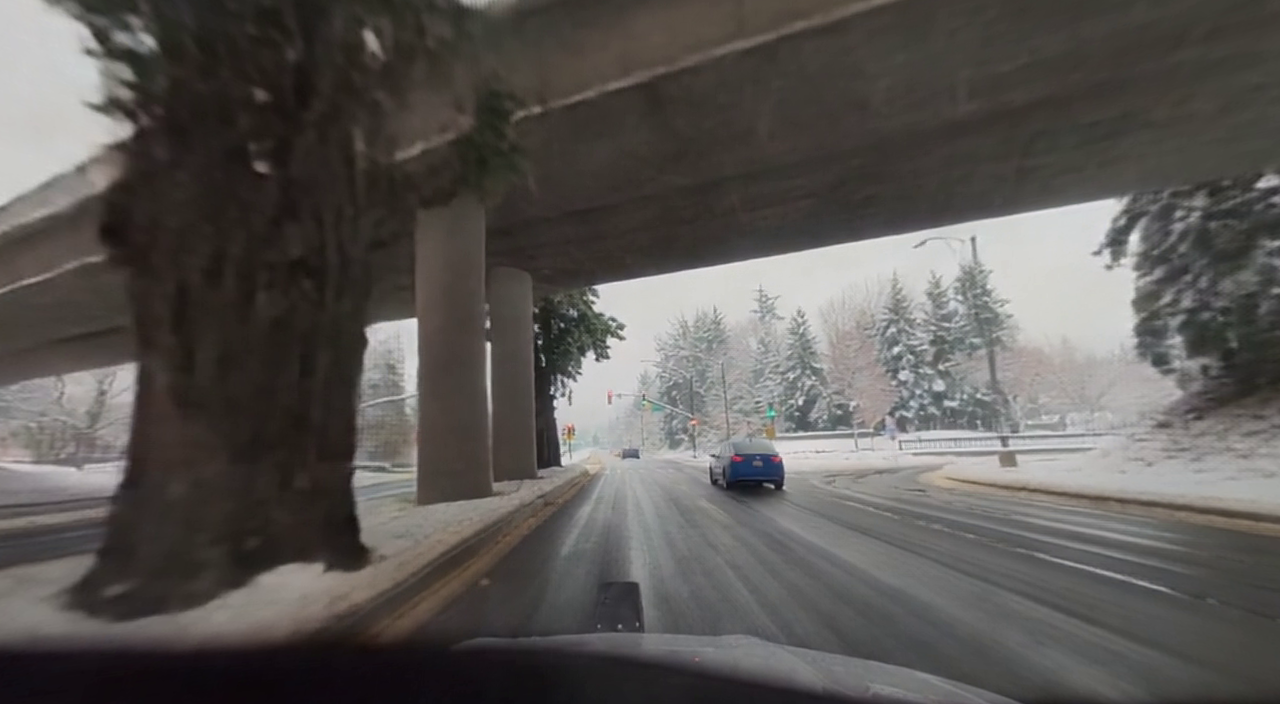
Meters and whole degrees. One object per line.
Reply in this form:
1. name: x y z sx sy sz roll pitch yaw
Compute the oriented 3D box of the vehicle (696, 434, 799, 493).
1. vehicle: 2.977 3.213 18.535 2.062 1.484 4.332 0 -8 -2
